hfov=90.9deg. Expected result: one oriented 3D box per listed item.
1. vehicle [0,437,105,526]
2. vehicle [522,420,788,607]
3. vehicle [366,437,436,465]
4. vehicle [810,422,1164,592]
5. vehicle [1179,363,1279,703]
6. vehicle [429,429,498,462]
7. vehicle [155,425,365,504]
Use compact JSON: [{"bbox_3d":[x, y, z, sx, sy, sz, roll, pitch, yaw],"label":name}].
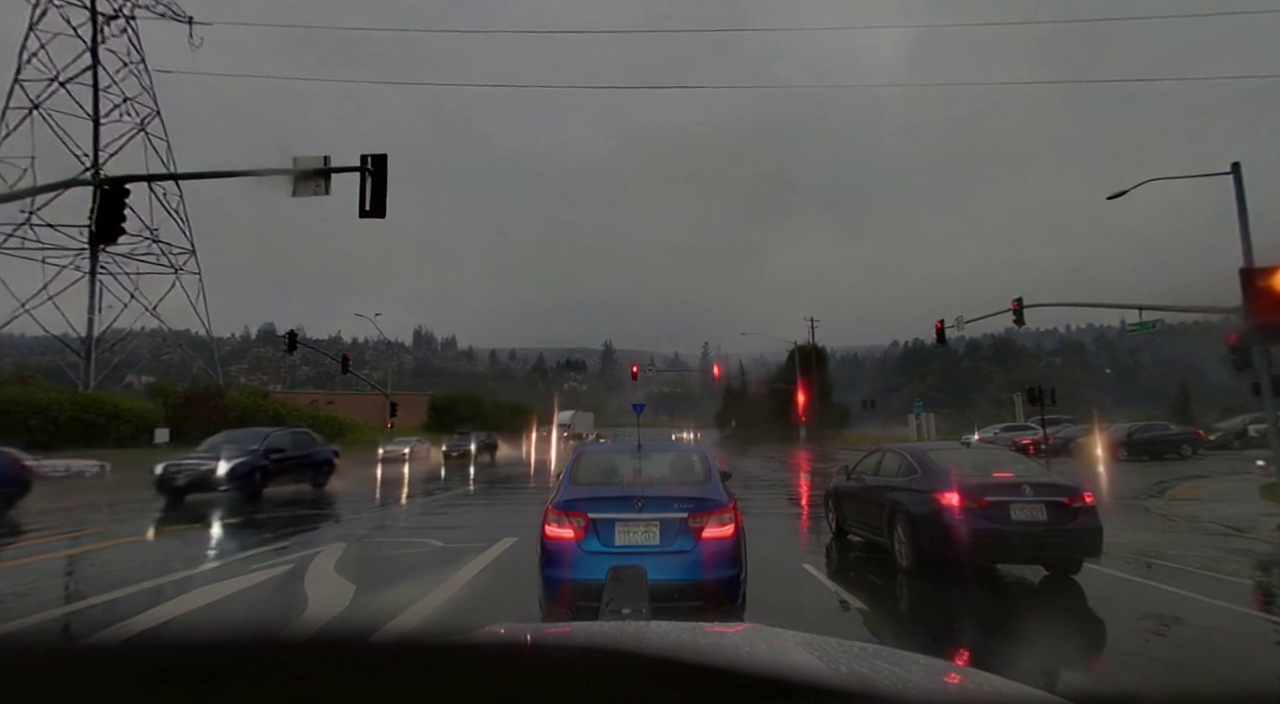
[{"bbox_3d":[-13.625,2.560,12.434,1.939,1.727,4.695,0,-8,0],"label":"vehicle"},{"bbox_3d":[0.102,1.592,7.117,2.117,1.474,4.036,0,-8,0],"label":"vehicle"},{"bbox_3d":[-13.528,5.632,36.006,1.982,1.469,4.583,-1,-8,3],"label":"vehicle"},{"bbox_3d":[3.642,1.678,7.712,1.835,1.473,4.190,0,-8,-2],"label":"vehicle"},{"bbox_3d":[3.402,0.584,0.616,1.926,1.614,4.330,0,-8,1],"label":"vehicle"},{"bbox_3d":[-9.792,5.270,35.472,2.239,1.719,4.948,-1,-8,3],"label":"vehicle"},{"bbox_3d":[-10.142,3.045,17.619,2.161,1.818,5.672,-1,-8,2],"label":"vehicle"}]
